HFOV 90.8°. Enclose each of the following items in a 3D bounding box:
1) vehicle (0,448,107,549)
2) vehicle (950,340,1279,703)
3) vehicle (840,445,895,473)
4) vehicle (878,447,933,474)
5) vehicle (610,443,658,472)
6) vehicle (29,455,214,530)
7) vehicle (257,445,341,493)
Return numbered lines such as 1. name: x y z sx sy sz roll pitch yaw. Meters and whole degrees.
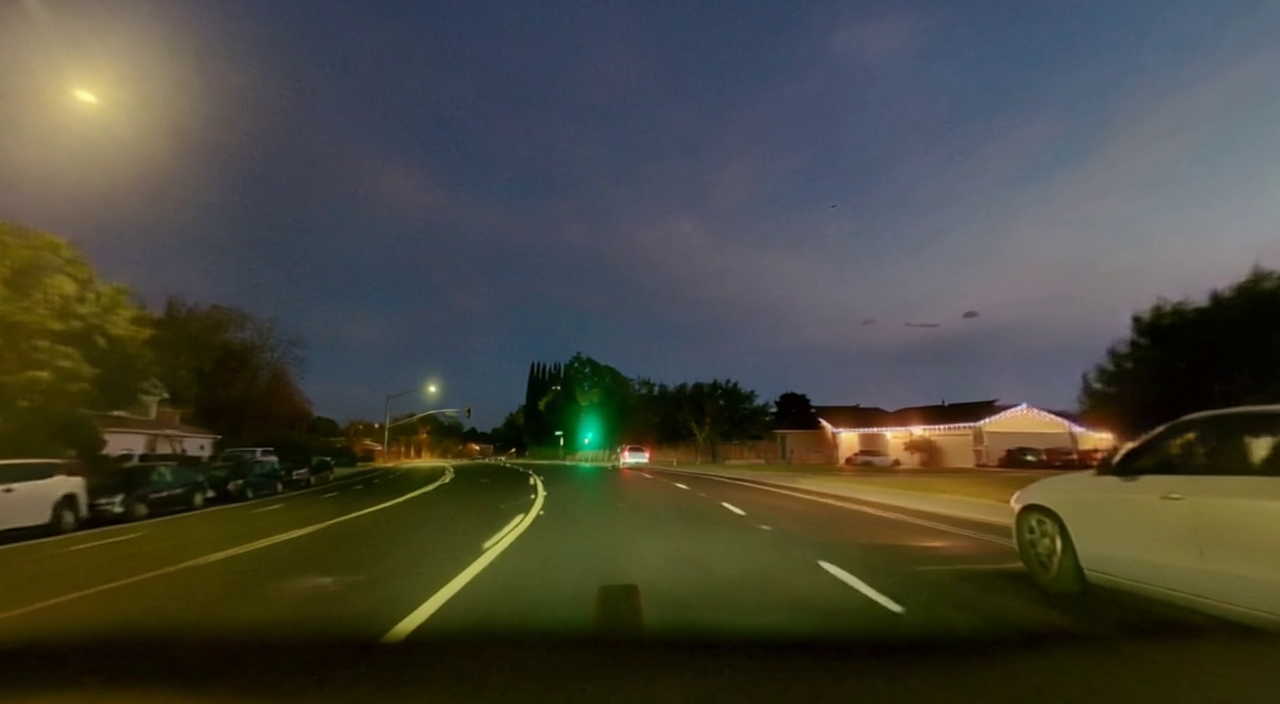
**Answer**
1. vehicle: -12.723 2.693 11.641 2.146 1.806 4.733 1 -8 -9
2. vehicle: 4.044 0.925 3.390 2.081 1.828 5.138 0 -8 -1
3. vehicle: 16.175 7.592 45.193 2.044 1.787 4.597 -2 -9 -1
4. vehicle: 18.886 7.723 45.140 2.060 1.769 4.068 0 -8 -1
5. vehicle: -0.443 6.271 37.913 1.951 1.620 4.582 2 -9 -12
6. vehicle: -13.185 3.524 16.476 1.829 1.559 4.288 1 -9 -11
7. vehicle: -15.448 5.255 28.959 1.993 1.801 5.201 -2 -8 -12
